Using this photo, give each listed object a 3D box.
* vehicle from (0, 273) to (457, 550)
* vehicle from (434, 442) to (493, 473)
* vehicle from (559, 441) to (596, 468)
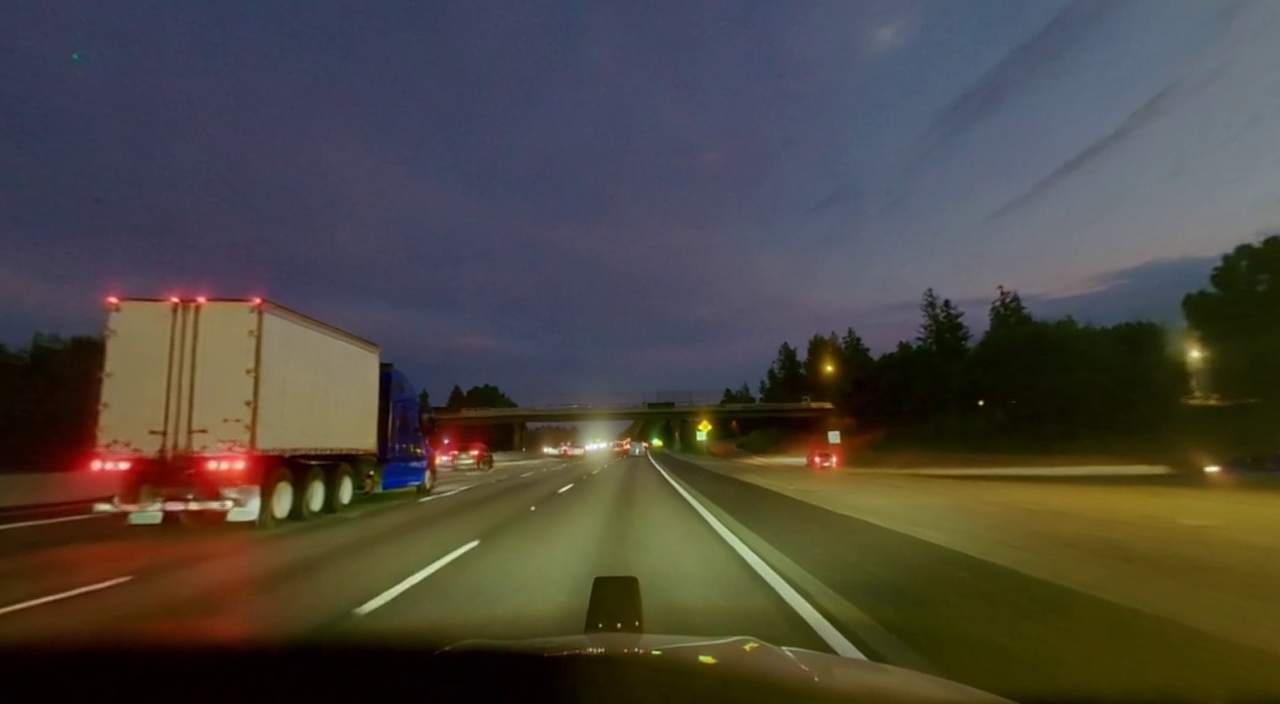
[{"bbox_3d":[-7.251,1.542,13.938,3.303,3.868,10.298,0,-9,0],"label":"vehicle"},{"bbox_3d":[-10.904,6.555,39.435,2.146,1.764,5.510,0,-9,0],"label":"vehicle"},{"bbox_3d":[-4.232,6.996,43.131,2.094,1.695,4.260,0,-9,0],"label":"vehicle"}]
